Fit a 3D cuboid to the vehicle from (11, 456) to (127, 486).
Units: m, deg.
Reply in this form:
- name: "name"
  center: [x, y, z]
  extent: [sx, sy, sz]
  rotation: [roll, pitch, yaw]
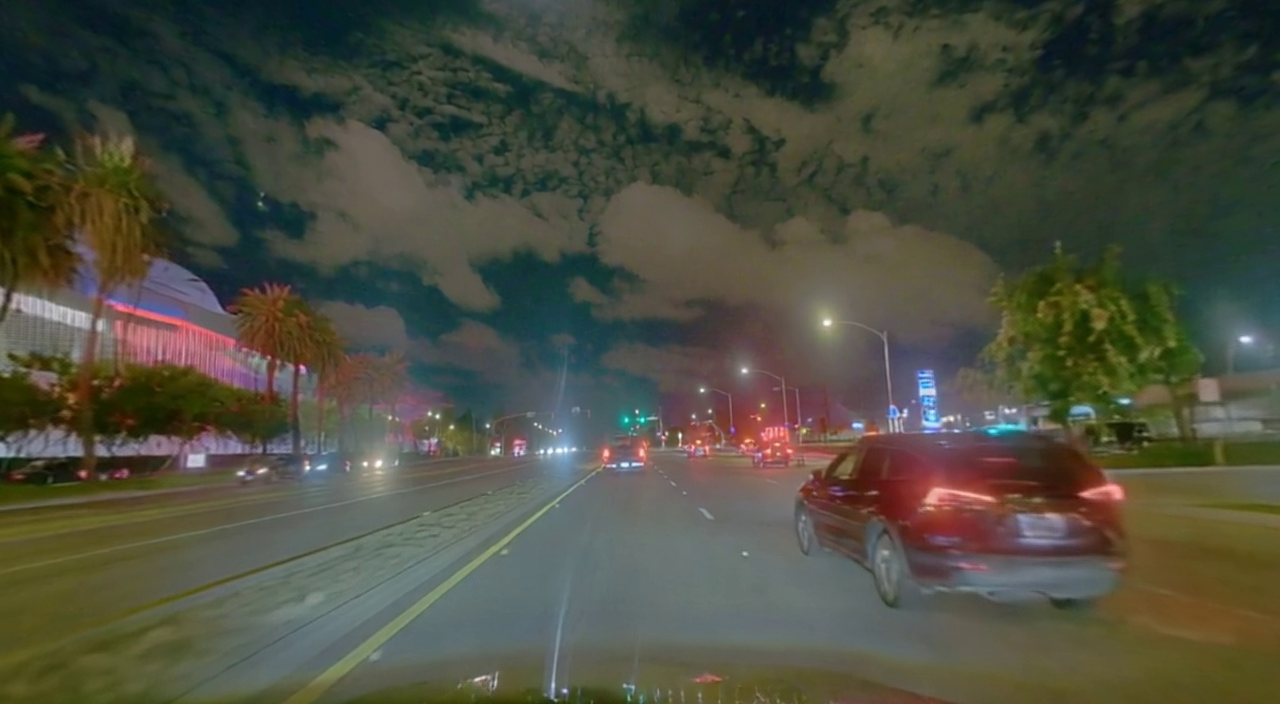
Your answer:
- name: "vehicle"
  center: [-30.222, 6.308, 33.402]
  extent: [4.400, 1.474, 1.732]
  rotation: [0, -9, -1]

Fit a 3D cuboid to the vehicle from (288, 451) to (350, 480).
- name: "vehicle"
  center: [-19.783, 6.972, 38.958]
  extent: [1.753, 1.600, 4.040]
  rotation: [0, -8, -2]

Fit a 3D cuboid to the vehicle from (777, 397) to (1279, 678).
- name: "vehicle"
  center: [2.979, 1.400, 6.008]
  extent: [2.195, 1.590, 4.668]
  rotation: [0, -8, -1]

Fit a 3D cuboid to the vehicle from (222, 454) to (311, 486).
- name: "vehicle"
  center: [-19.547, 6.169, 33.161]
  extent: [1.920, 1.505, 4.351]
  rotation: [0, -8, 1]

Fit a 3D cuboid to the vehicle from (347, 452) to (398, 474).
- name: "vehicle"
  center: [-19.640, 8.167, 46.424]
  extent: [1.847, 1.466, 4.530]
  rotation: [0, -8, 0]

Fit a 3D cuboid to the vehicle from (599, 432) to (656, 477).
- name: "vehicle"
  center: [-0.549, 4.412, 27.325]
  extent: [2.277, 1.816, 4.192]
  rotation: [0, -8, -1]
